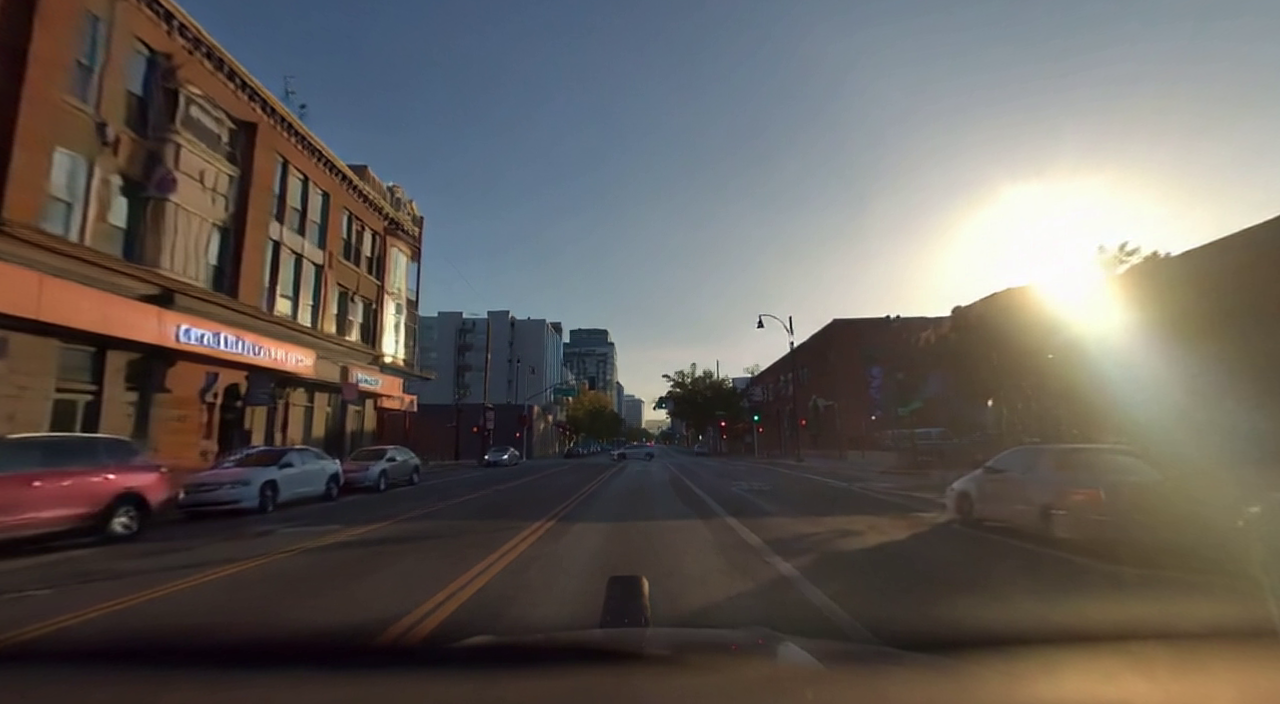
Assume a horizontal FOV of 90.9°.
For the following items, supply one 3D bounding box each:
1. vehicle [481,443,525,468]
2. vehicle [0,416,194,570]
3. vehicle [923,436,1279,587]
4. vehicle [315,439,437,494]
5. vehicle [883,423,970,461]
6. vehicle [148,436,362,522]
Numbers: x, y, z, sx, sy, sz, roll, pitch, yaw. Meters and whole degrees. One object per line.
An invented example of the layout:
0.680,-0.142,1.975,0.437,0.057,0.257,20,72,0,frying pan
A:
-8.902,6.773,41.382,1.908,1.529,4.522,0,-8,-1,vehicle
-8.871,1.848,8.487,2.140,1.861,4.801,-1,-9,1,vehicle
6.090,2.039,9.074,1.989,1.571,4.607,0,-8,2,vehicle
-8.695,3.784,21.268,1.961,1.627,4.634,0,-8,2,vehicle
15.362,4.886,34.208,2.180,1.848,5.417,0,-8,1,vehicle
-8.940,2.946,15.332,2.004,1.709,4.941,0,-8,1,vehicle
